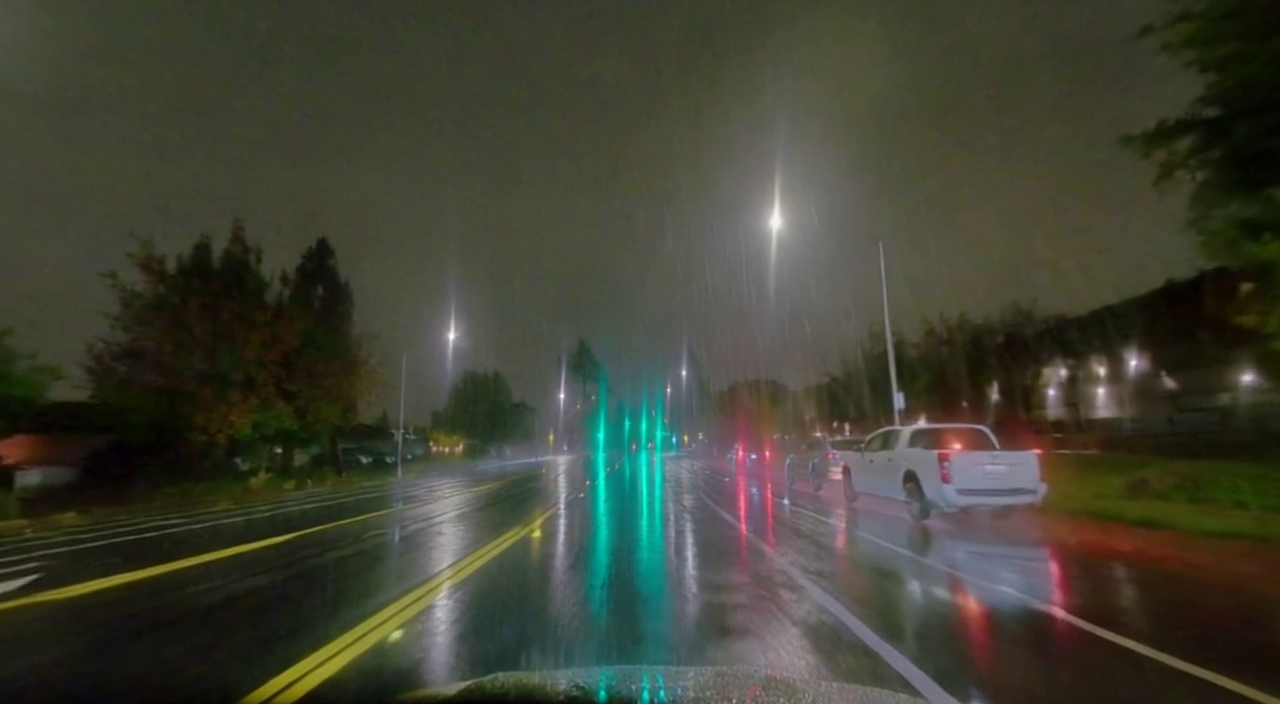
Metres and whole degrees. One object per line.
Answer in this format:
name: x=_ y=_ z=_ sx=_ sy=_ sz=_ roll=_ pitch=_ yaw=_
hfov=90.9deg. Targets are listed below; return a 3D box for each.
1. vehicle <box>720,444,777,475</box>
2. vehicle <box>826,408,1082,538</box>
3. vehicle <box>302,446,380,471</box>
vehicle: x=5.464 y=5.461 z=32.318 sx=1.935 sy=1.453 sz=4.488 roll=0 pitch=-9 yaw=-2
vehicle: x=5.080 y=2.037 z=11.184 sx=2.160 sy=1.800 sz=4.646 roll=0 pitch=-9 yaw=1
vehicle: x=-21.764 y=7.760 z=46.054 sx=4.610 sy=1.721 sz=2.019 roll=0 pitch=-9 yaw=-1
